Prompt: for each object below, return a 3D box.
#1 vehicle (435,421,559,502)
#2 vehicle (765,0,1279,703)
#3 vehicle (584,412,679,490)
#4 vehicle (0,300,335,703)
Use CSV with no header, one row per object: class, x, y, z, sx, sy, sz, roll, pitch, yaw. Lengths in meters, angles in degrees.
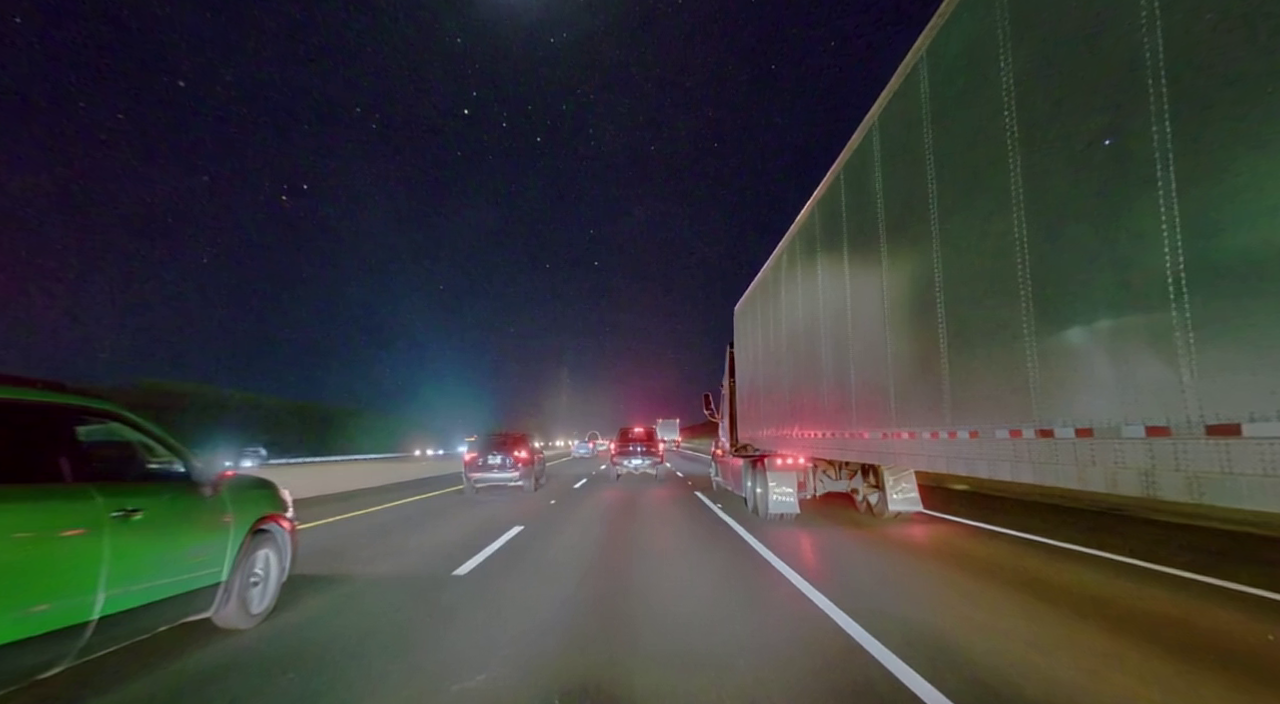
vehicle,-3.550,2.837,16.663,2.120,1.812,4.659,0,-8,1
vehicle,3.557,-0.394,2.608,2.852,4.121,16.210,0,-8,0
vehicle,-0.290,3.259,20.994,2.704,2.216,5.804,0,-8,-1
vehicle,-3.315,0.715,2.051,2.193,1.803,4.958,0,-8,-1
